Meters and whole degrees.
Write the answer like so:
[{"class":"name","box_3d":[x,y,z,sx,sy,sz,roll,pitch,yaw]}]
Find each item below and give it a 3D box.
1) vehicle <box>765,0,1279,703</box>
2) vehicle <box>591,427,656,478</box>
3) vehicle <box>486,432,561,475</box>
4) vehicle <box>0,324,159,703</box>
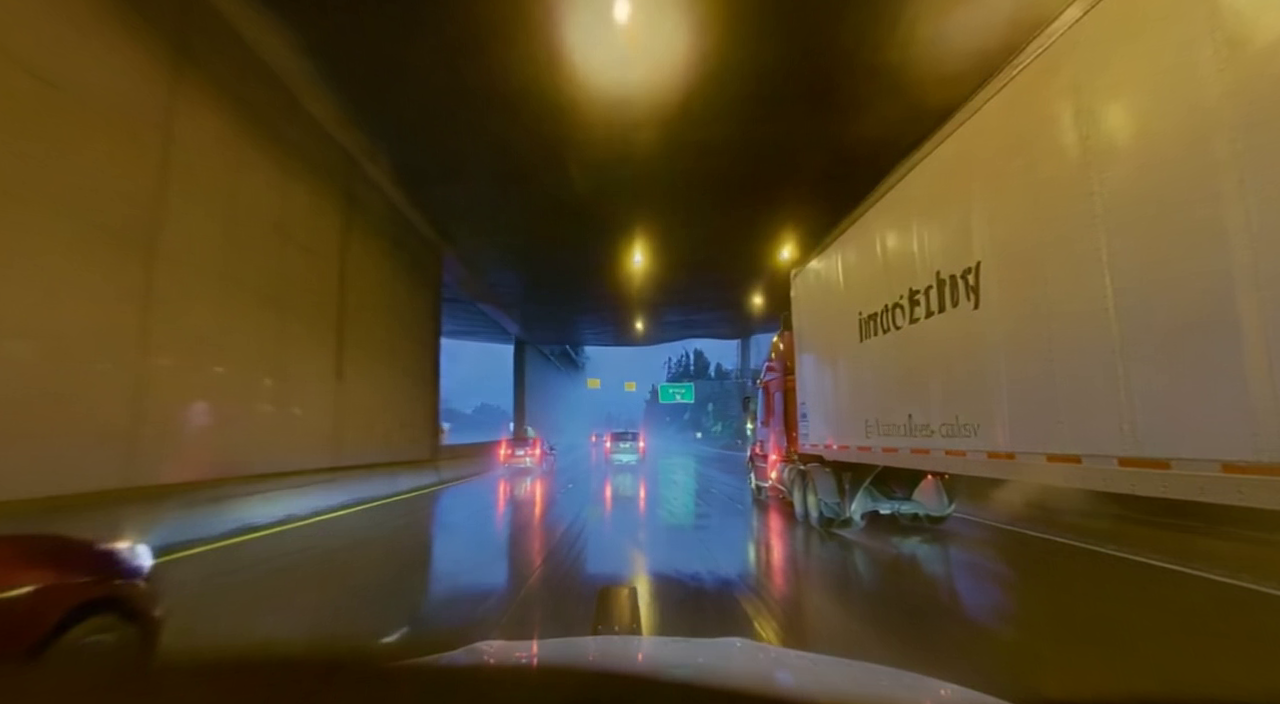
[{"class":"vehicle","box_3d":[3.922,-0.003,4.959,2.842,4.108,14.081,0,-8,-1]},{"class":"vehicle","box_3d":[-0.558,3.467,22.053,2.094,1.600,3.666,0,-8,-1]},{"class":"vehicle","box_3d":[-4.287,3.805,23.970,2.019,1.435,4.317,0,-8,0]},{"class":"vehicle","box_3d":[-3.305,0.648,1.618,1.826,1.695,2.870,0,-8,-1]}]
